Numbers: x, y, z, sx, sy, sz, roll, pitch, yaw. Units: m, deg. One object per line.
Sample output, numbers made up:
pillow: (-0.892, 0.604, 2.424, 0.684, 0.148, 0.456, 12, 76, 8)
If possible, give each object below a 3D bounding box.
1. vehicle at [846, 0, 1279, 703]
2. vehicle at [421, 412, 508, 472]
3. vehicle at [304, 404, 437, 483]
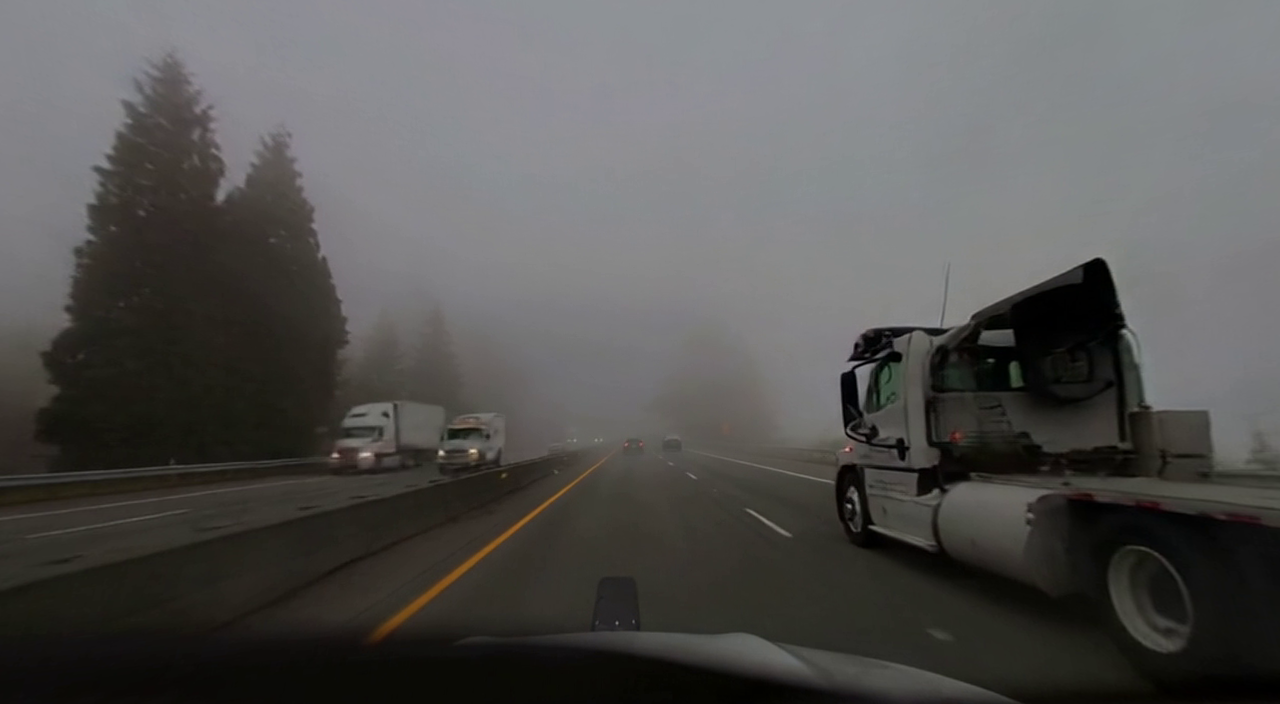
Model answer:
vehicle: (4.010, -0.638, 0.127, 3.038, 3.975, 13.887, 0, -8, -1)
vehicle: (-8.179, 4.283, 30.193, 2.229, 2.505, 6.530, 0, -8, 0)
vehicle: (-12.430, 4.300, 30.125, 2.853, 3.219, 8.270, 0, -7, -2)
